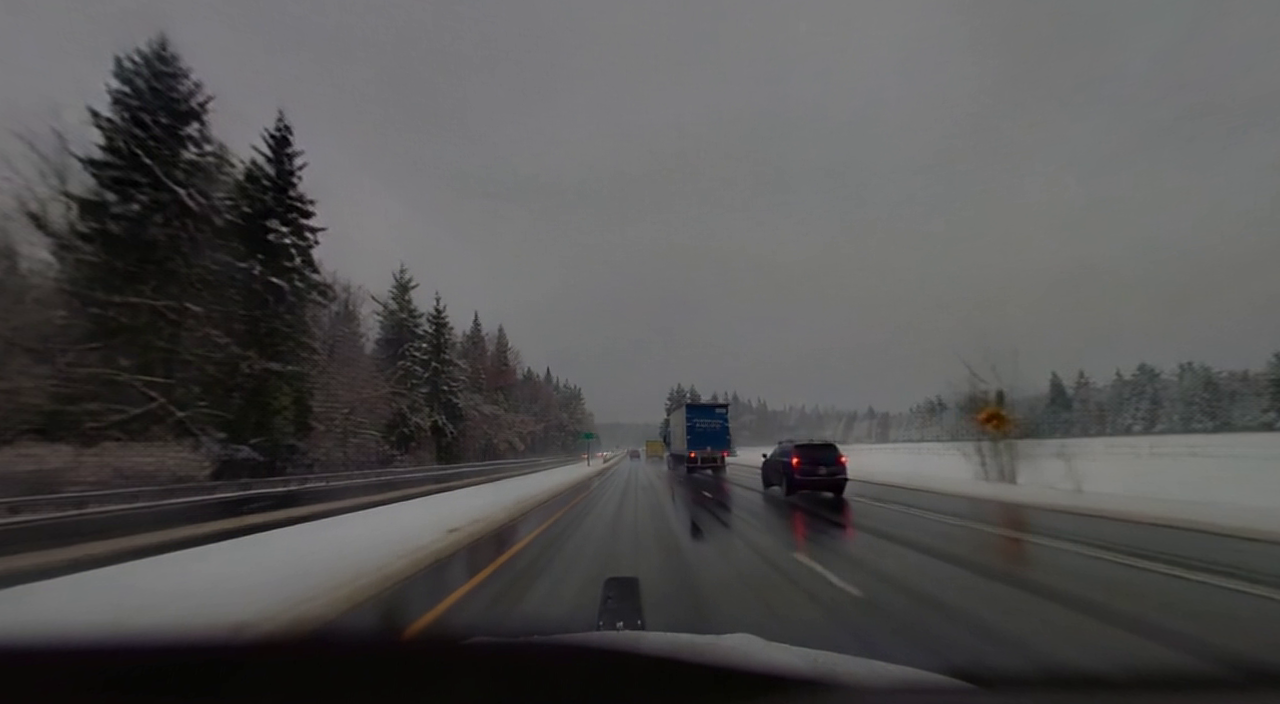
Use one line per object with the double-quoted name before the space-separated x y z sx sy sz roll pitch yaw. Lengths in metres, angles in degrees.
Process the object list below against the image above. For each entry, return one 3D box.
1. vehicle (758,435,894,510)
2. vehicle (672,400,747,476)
"vehicle" 4.714 3.123 16.816 2.118 1.688 4.715 0 -9 -1
"vehicle" 4.168 5.807 41.549 3.231 4.102 14.393 0 -9 0
